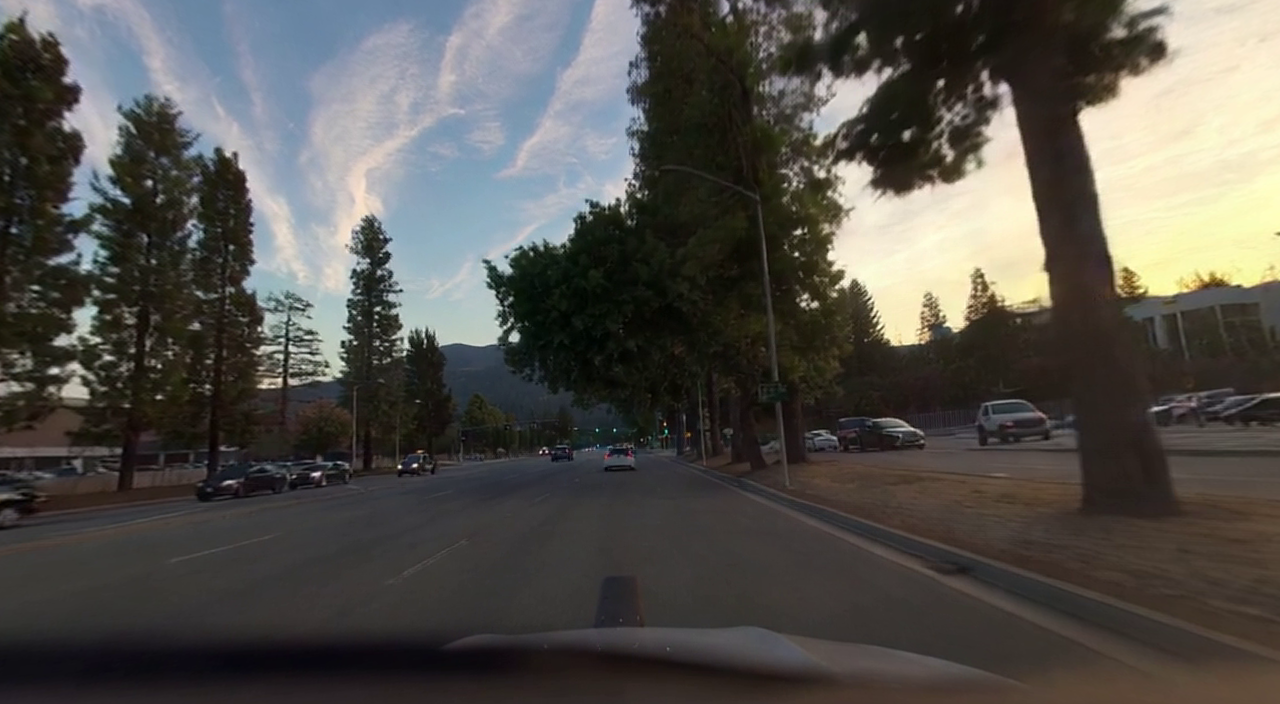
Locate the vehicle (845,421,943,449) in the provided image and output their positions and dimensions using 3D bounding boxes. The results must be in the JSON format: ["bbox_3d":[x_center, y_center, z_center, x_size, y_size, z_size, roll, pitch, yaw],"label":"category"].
[{"bbox_3d":[13.146,4.330,32.948,4.144,1.407,2.201,0,-8,-2],"label":"vehicle"}]

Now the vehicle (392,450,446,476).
[{"bbox_3d":[-16.873,8.455,48.508,2.342,1.868,4.758,0,-8,0],"label":"vehicle"}]

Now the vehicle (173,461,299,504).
[{"bbox_3d":[-16.545,5.332,26.225,2.058,1.459,4.704,0,-8,1],"label":"vehicle"}]

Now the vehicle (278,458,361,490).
[{"bbox_3d":[-17.070,6.499,33.978,1.985,1.471,4.797,0,-8,0],"label":"vehicle"}]

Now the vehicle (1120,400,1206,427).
[{"bbox_3d":[38.114,4.570,46.235,2.472,1.736,4.684,-1,-8,5],"label":"vehicle"}]

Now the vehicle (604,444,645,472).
[{"bbox_3d":[-0.840,6.185,37.099,2.235,1.500,4.420,0,-8,1],"label":"vehicle"}]

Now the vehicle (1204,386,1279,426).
[{"bbox_3d":[28.831,2.516,28.826,1.857,1.615,4.839,0,-8,2],"label":"vehicle"}]

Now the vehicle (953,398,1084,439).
[{"bbox_3d":[15.082,2.709,25.306,3.956,1.504,2.170,2,-9,-9],"label":"vehicle"}]
